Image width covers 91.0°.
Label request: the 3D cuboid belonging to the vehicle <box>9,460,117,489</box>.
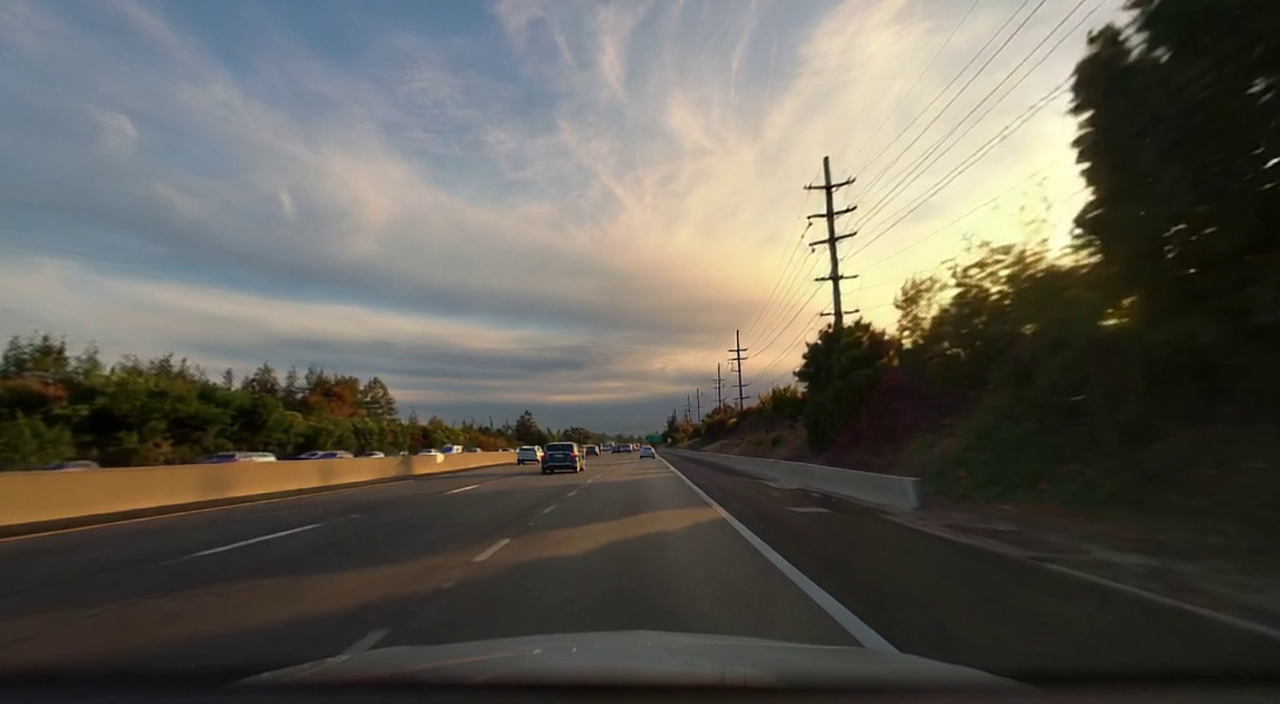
[{"bbox_3d":[-32.443,6.871,35.599,1.842,1.472,4.518,0,-9,0],"label":"vehicle"}]

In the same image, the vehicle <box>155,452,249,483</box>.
[{"bbox_3d":[-24.191,6.375,34.978,1.918,1.568,4.469,0,-9,1],"label":"vehicle"}]

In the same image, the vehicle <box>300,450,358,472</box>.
[{"bbox_3d":[-24.338,8.547,49.474,1.969,1.643,4.768,0,-9,1],"label":"vehicle"}]

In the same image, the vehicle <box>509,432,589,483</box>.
[{"bbox_3d":[-3.719,4.473,26.921,2.577,1.939,5.408,0,-9,1],"label":"vehicle"}]
